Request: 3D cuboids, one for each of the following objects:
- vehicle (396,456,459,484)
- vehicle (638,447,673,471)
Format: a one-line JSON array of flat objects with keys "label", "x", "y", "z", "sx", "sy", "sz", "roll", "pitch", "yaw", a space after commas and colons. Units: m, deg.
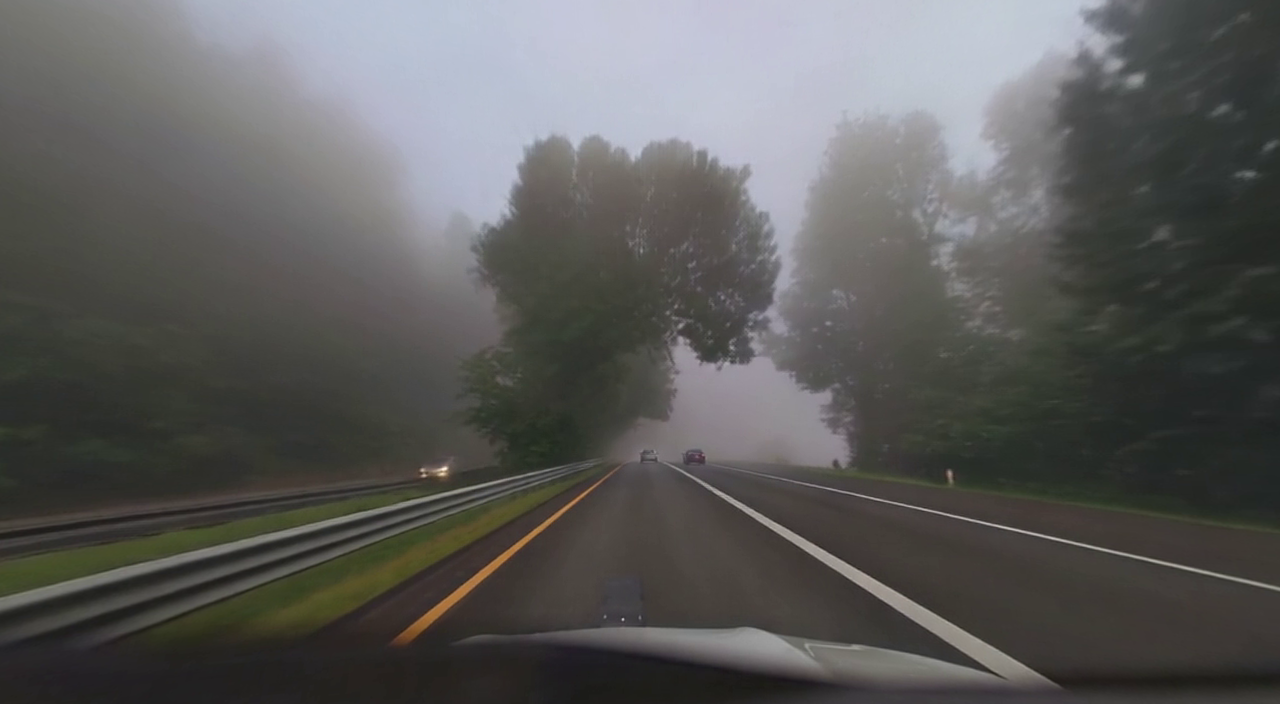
[{"label": "vehicle", "x": -12.485, "y": 6.931, "z": 37.340, "sx": 2.033, "sy": 1.462, "sz": 4.620, "roll": -1, "pitch": -9, "yaw": 1}, {"label": "vehicle", "x": 0.979, "y": 7.124, "z": 41.940, "sx": 2.162, "sy": 1.492, "sz": 3.975, "roll": 0, "pitch": -9, "yaw": -1}]
